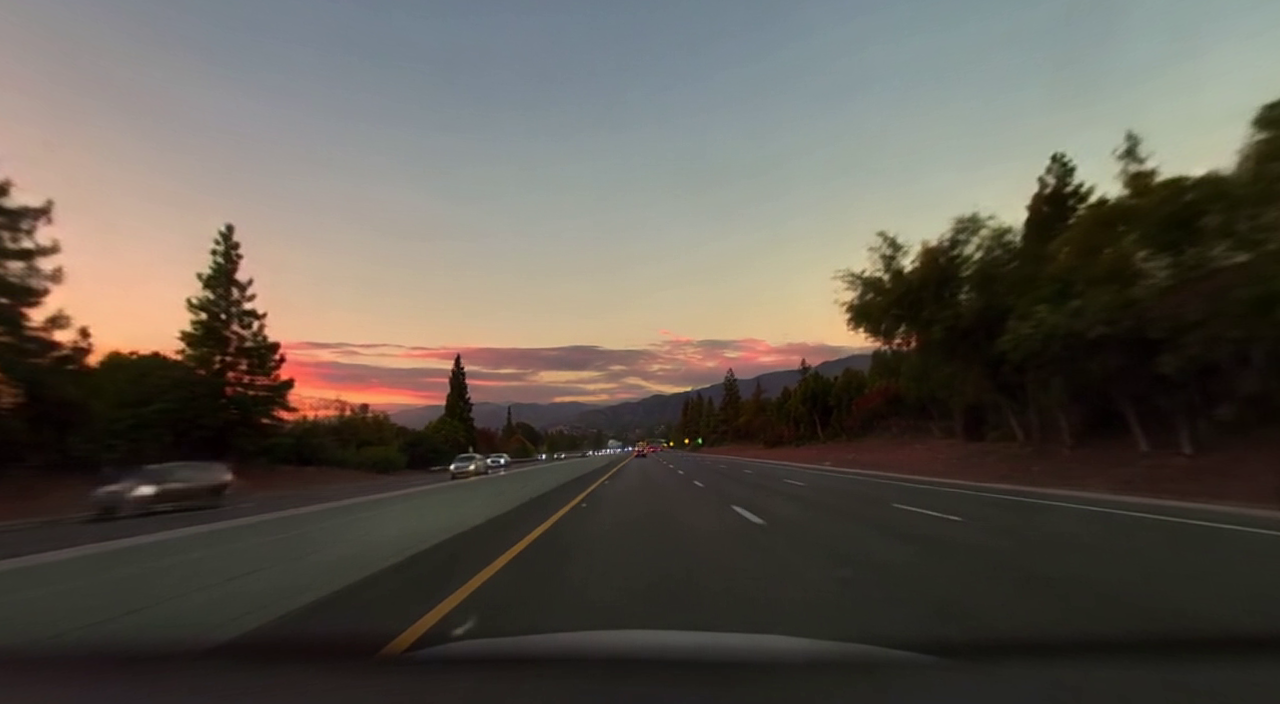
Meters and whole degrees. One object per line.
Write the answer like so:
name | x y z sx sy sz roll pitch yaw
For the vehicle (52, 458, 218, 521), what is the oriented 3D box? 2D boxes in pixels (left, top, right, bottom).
vehicle | -16.931 4.585 21.520 1.978 1.817 4.338 0 -9 0

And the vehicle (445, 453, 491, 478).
vehicle | -12.025 7.947 44.311 1.965 1.625 4.322 0 -9 1
